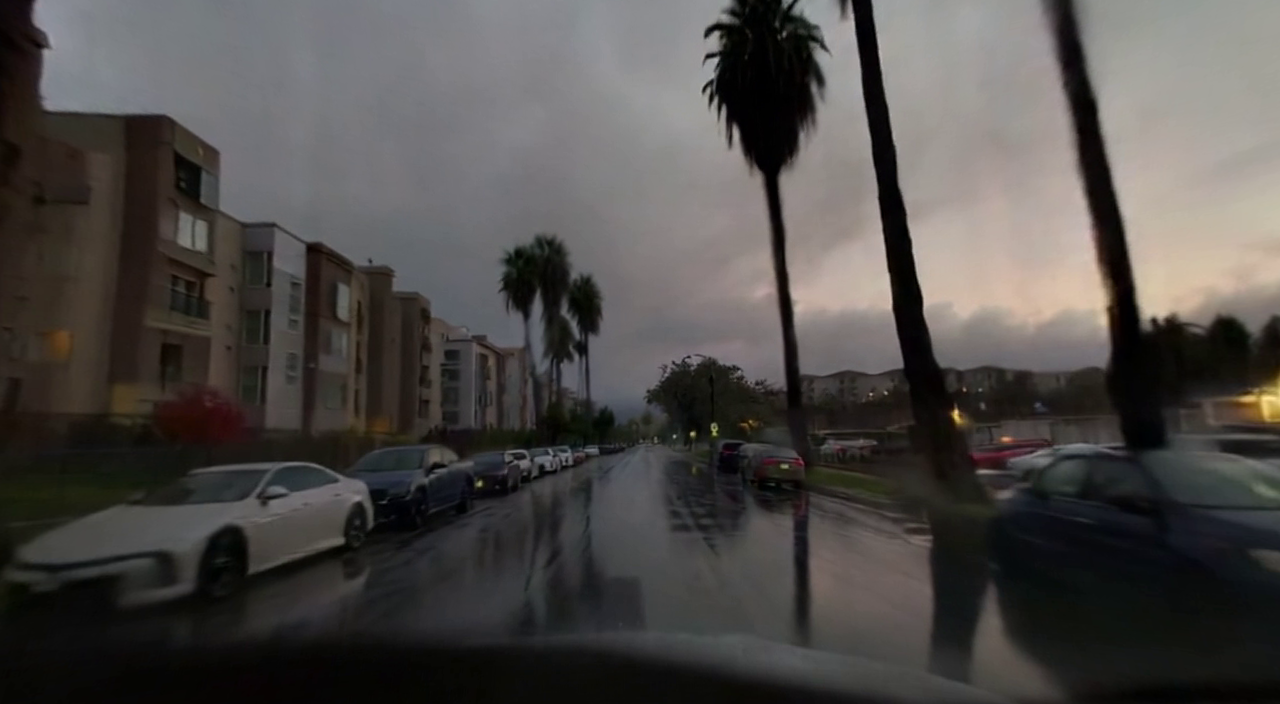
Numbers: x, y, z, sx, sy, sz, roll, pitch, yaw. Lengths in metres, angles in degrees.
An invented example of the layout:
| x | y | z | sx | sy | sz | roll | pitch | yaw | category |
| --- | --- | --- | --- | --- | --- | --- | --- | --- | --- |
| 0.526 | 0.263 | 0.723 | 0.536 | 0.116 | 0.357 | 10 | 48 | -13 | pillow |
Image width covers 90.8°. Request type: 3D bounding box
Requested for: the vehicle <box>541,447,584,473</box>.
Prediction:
| x | y | z | sx | sy | sz | roll | pitch | yaw | category |
| --- | --- | --- | --- | --- | --- | --- | --- | --- | --- |
| -4.694 | 6.601 | 38.806 | 2.009 | 1.469 | 4.241 | 0 | -8 | 1 | vehicle |

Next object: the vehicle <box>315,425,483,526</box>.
| x | y | z | sx | sy | sz | roll | pitch | yaw | category |
| --- | --- | --- | --- | --- | --- | --- | --- | --- | --- |
| -5.042 | 2.650 | 14.018 | 1.960 | 1.854 | 4.441 | -1 | -9 | 0 | vehicle |

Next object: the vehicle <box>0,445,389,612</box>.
| x | y | z | sx | sy | sz | roll | pitch | yaw | category |
| --- | --- | --- | --- | --- | --- | --- | --- | --- | --- |
| -5.103 | 1.956 | 8.050 | 1.997 | 1.497 | 4.437 | 0 | -9 | 0 | vehicle |

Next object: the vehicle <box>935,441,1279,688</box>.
| x | y | z | sx | sy | sz | roll | pitch | yaw | category |
| --- | --- | --- | --- | --- | --- | --- | --- | --- | --- |
| 4.887 | 1.582 | 5.822 | 2.026 | 1.474 | 4.859 | 0 | -8 | 1 | vehicle |

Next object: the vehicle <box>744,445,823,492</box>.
| x | y | z | sx | sy | sz | roll | pitch | yaw | category |
| --- | --- | --- | --- | --- | --- | --- | --- | --- | --- |
| 5.157 | 4.232 | 23.470 | 1.991 | 1.525 | 5.203 | 0 | -8 | 3 | vehicle |
